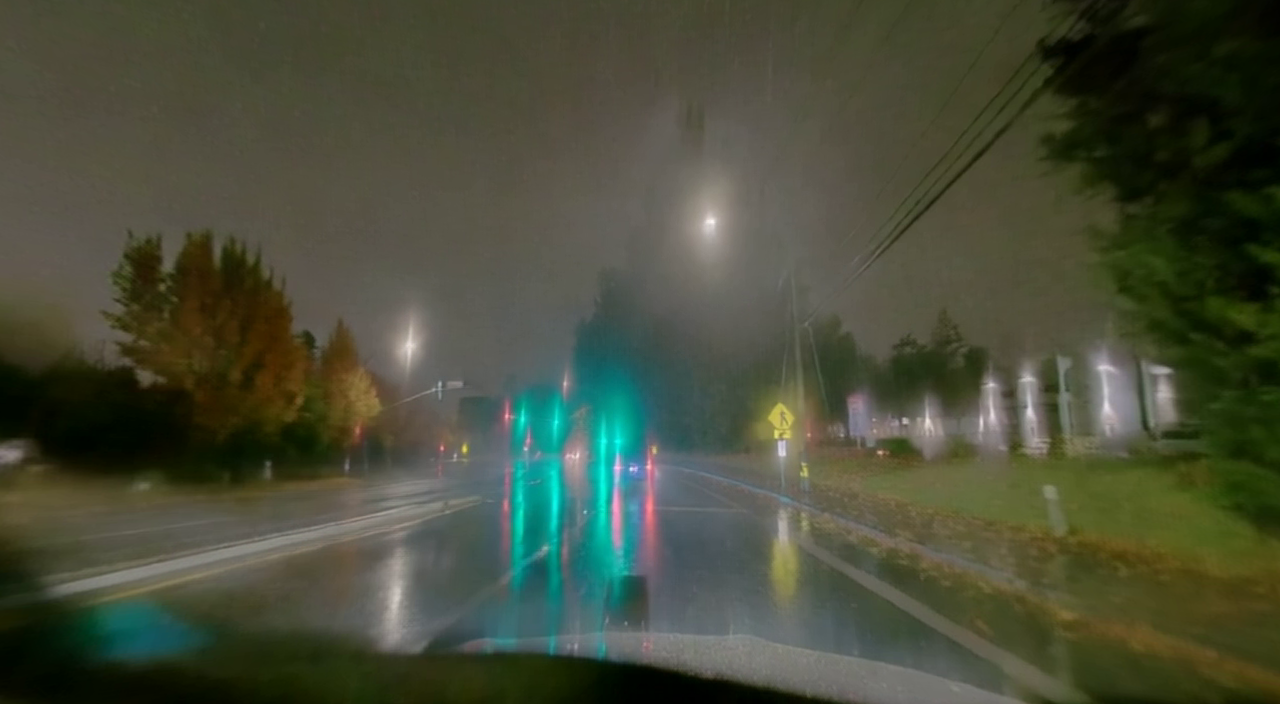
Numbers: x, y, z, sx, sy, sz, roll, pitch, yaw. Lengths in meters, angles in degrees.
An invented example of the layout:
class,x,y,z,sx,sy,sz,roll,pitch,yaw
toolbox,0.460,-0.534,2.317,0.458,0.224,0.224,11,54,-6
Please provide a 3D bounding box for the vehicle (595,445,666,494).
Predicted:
class,x,y,z,sx,sy,sz,roll,pitch,yaw
vehicle,-0.419,3.951,21.601,2.148,1.521,4.089,1,-9,-5
